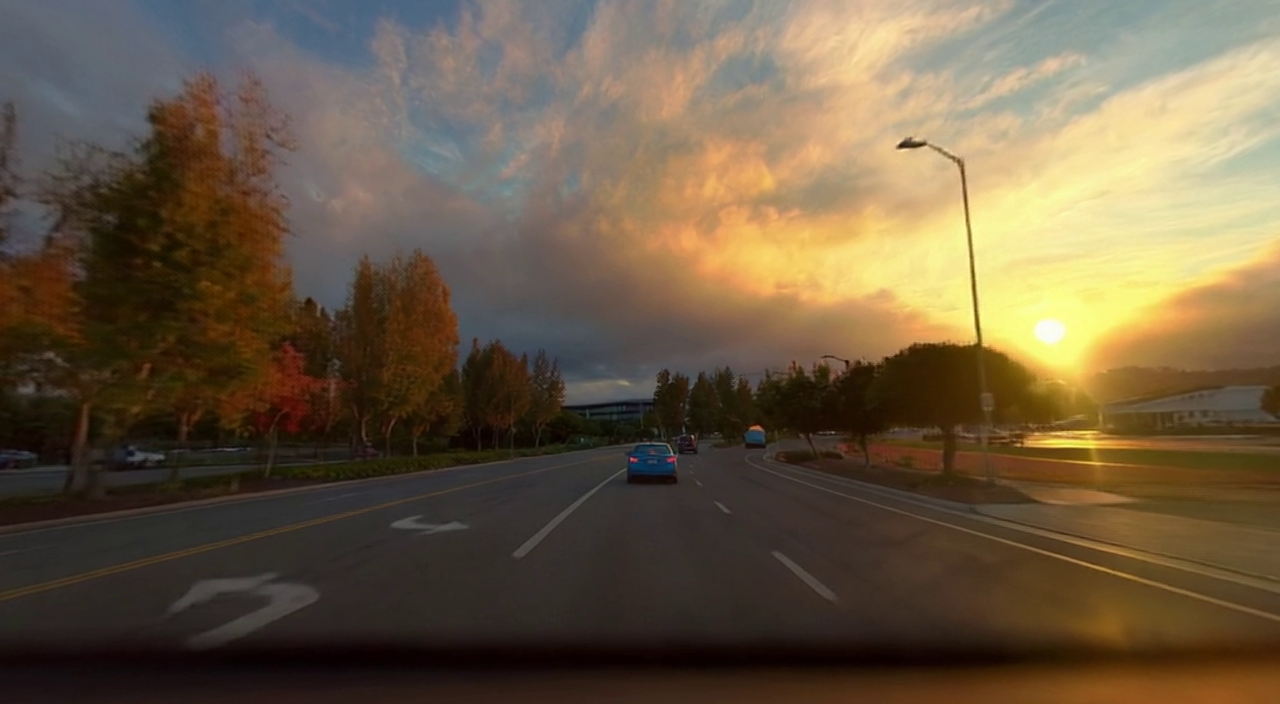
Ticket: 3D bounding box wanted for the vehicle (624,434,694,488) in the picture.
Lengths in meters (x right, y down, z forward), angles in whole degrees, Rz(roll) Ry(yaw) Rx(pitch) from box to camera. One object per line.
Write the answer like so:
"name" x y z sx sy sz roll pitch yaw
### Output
"vehicle" 0.622 3.436 20.142 2.010 1.535 3.735 -1 -8 2
